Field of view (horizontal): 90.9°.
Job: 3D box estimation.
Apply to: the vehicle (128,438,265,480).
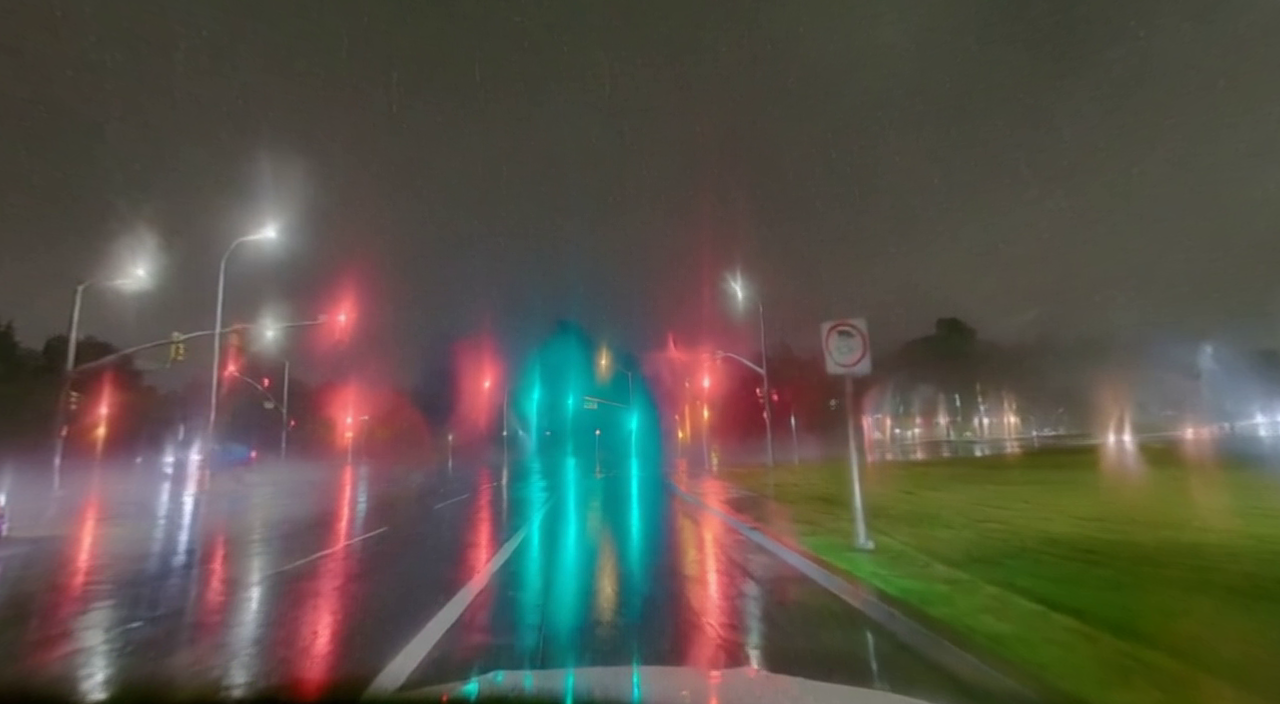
[{"bbox_3d":[-17.858,4.292,25.705,1.837,1.530,4.570,-2,-8,9],"label":"vehicle"}]
